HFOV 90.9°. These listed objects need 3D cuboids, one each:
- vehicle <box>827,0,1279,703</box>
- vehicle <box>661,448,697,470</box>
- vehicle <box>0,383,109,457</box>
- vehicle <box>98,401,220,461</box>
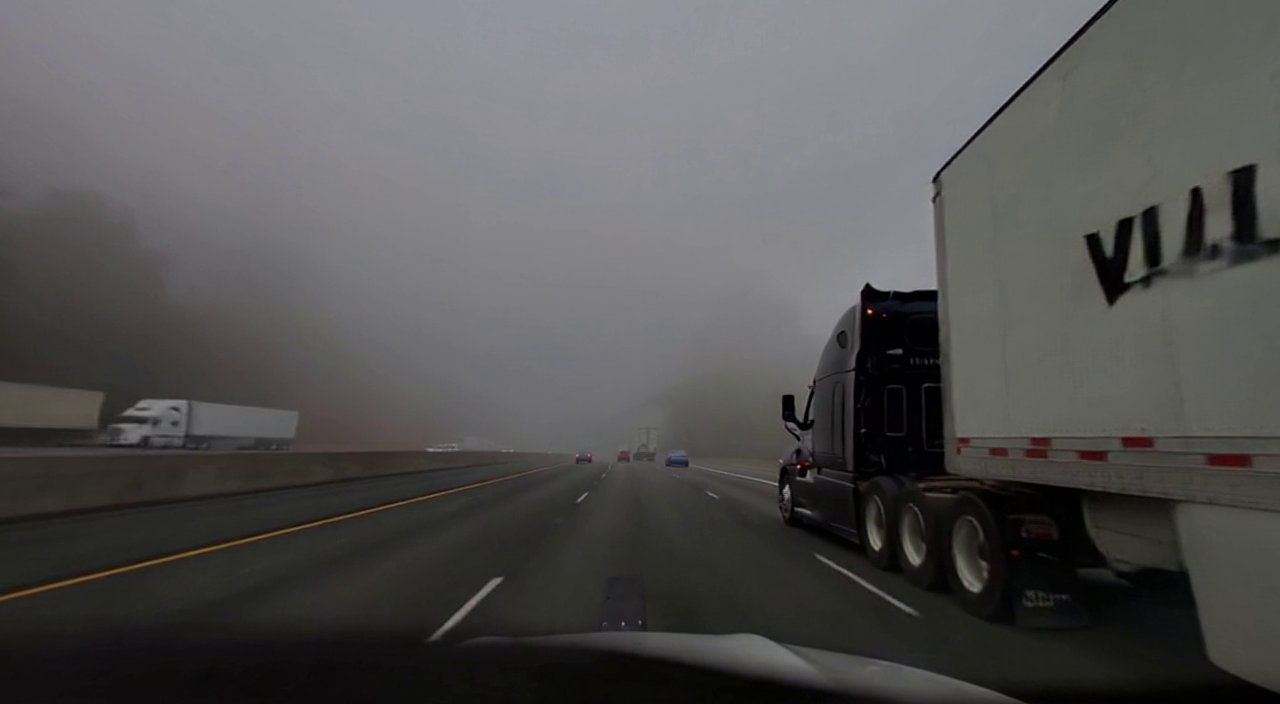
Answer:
[{"bbox_3d":[4.268,-0.332,1.813,2.847,4.075,14.244,0,-9,-1],"label":"vehicle"},{"bbox_3d":[2.978,8.369,49.389,2.246,1.583,4.813,0,-9,-3],"label":"vehicle"},{"bbox_3d":[-34.509,3.775,34.185,2.721,3.792,9.308,-1,-9,4],"label":"vehicle"},{"bbox_3d":[-34.061,5.724,45.069,2.964,3.947,6.858,0,-9,2],"label":"vehicle"}]
